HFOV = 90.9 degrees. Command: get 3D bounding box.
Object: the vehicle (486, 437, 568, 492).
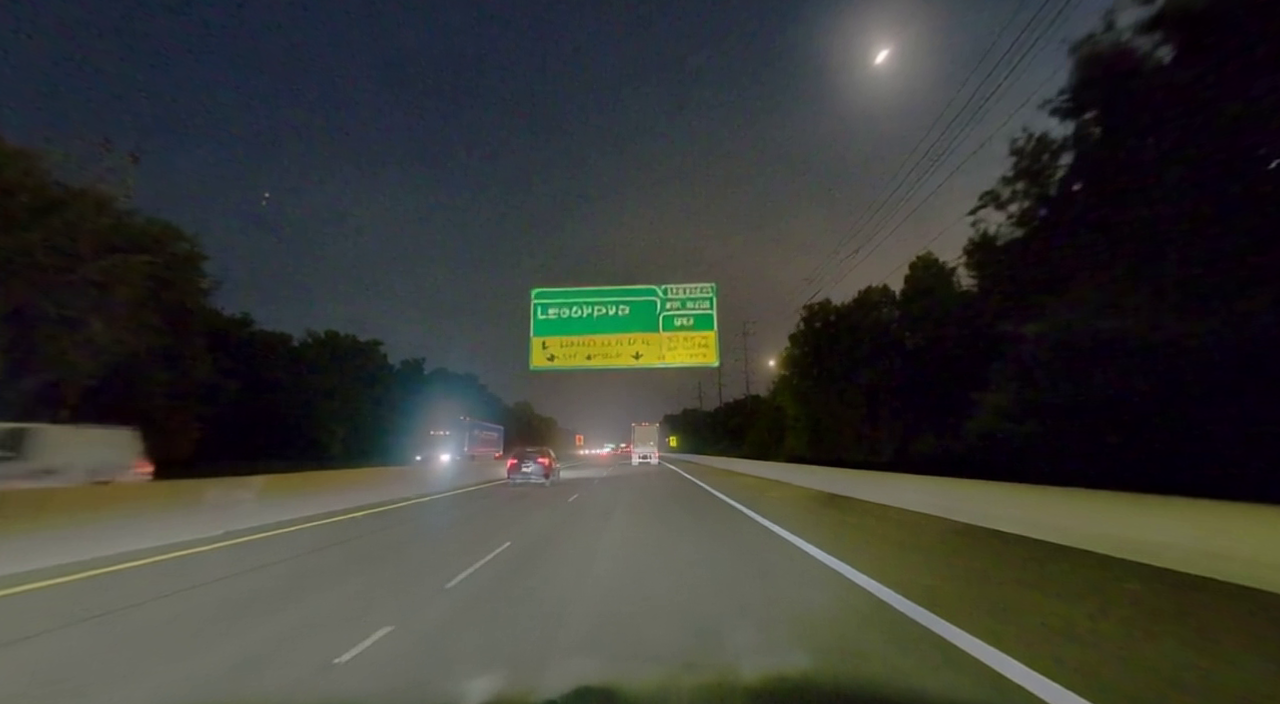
[{"bbox_3d":[-3.874,3.942,22.404,2.111,1.735,4.066,0,-9,1],"label":"vehicle"}]
